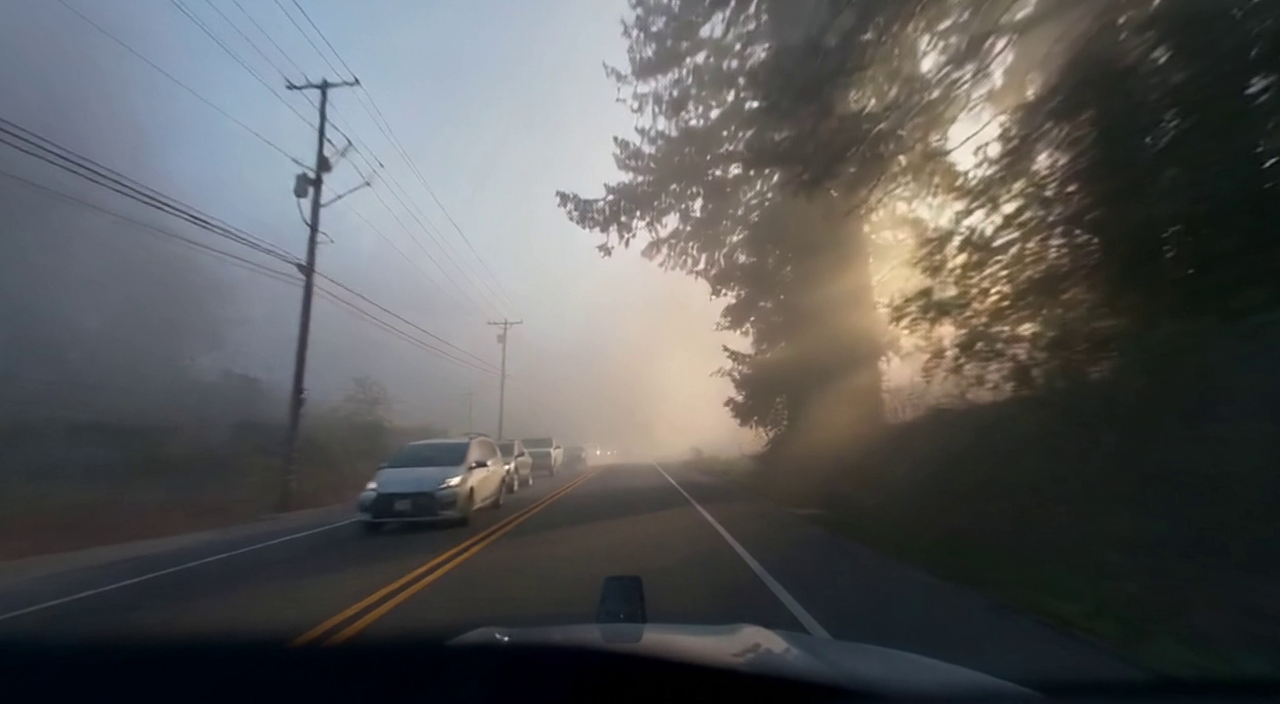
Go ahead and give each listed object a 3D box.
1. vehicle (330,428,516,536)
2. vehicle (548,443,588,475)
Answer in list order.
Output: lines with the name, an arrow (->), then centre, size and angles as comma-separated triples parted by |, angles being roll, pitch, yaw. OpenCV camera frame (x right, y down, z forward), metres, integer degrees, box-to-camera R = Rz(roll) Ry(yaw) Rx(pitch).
vehicle -> -4.041, 2.456, 12.785 | 2.238, 1.674, 4.657 | -2, -8, -2
vehicle -> -4.337, 6.478, 38.678 | 2.070, 1.665, 4.554 | -3, -7, -3
